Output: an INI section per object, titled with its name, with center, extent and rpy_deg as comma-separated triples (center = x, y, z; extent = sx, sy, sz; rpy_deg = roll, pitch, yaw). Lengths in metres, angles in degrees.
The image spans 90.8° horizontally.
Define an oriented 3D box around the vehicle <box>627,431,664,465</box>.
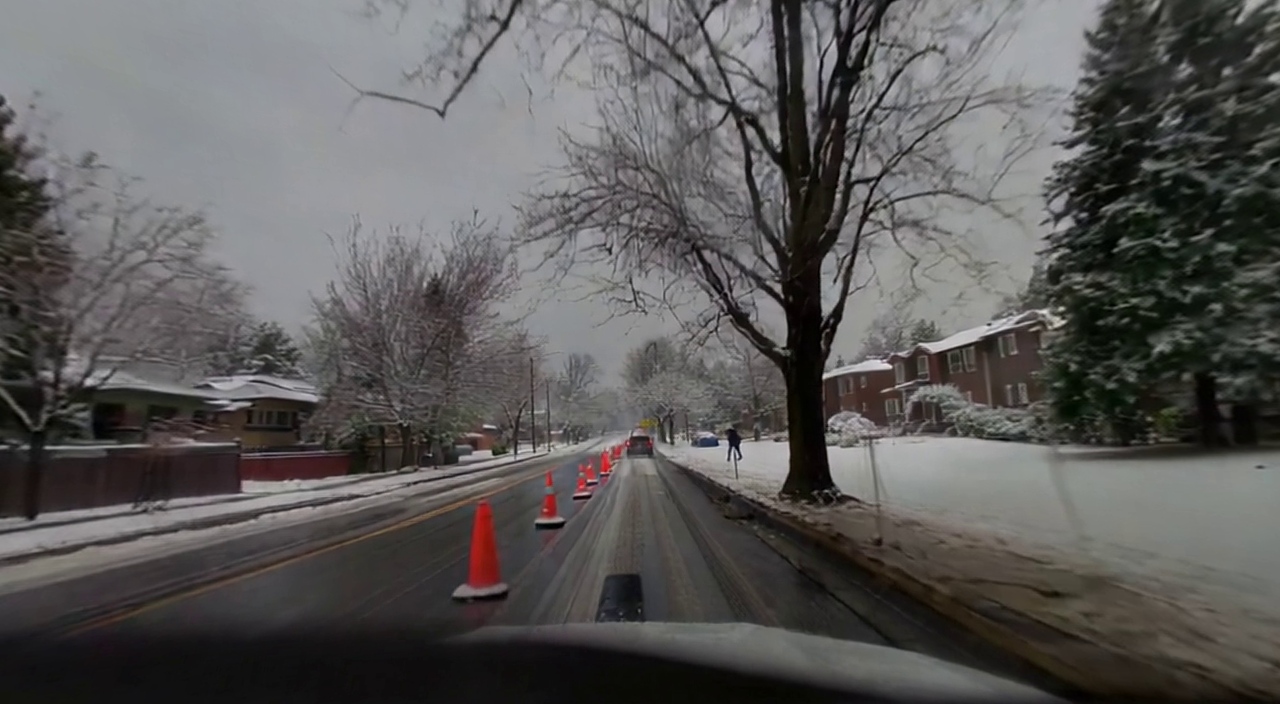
[vehicle]
center = 0.290, 6.133, 40.535
extent = 2.169, 2.015, 5.206
rpy_deg = 0, -8, -1
